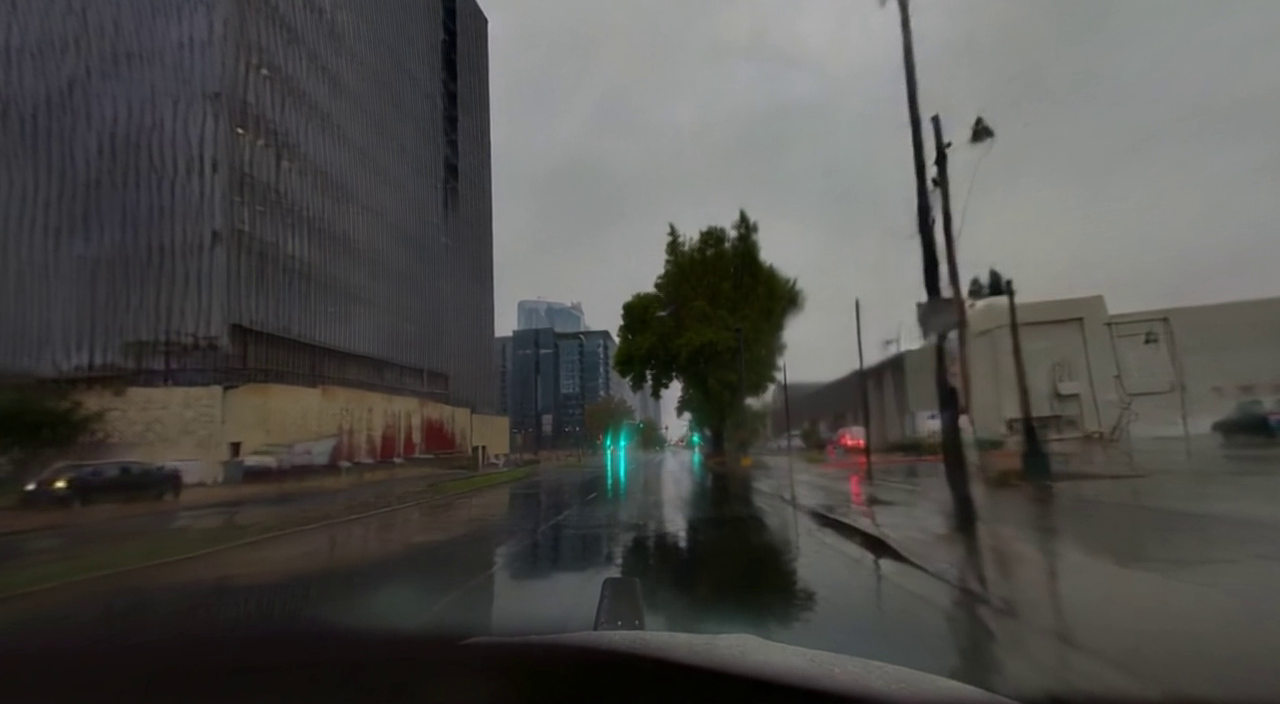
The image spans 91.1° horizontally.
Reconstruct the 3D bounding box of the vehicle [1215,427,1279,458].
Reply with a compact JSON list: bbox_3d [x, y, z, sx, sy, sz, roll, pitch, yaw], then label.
[{"bbox_3d":[32.418,4.729,32.747,1.635,1.503,3.463,-2,-9,2],"label":"vehicle"}]
